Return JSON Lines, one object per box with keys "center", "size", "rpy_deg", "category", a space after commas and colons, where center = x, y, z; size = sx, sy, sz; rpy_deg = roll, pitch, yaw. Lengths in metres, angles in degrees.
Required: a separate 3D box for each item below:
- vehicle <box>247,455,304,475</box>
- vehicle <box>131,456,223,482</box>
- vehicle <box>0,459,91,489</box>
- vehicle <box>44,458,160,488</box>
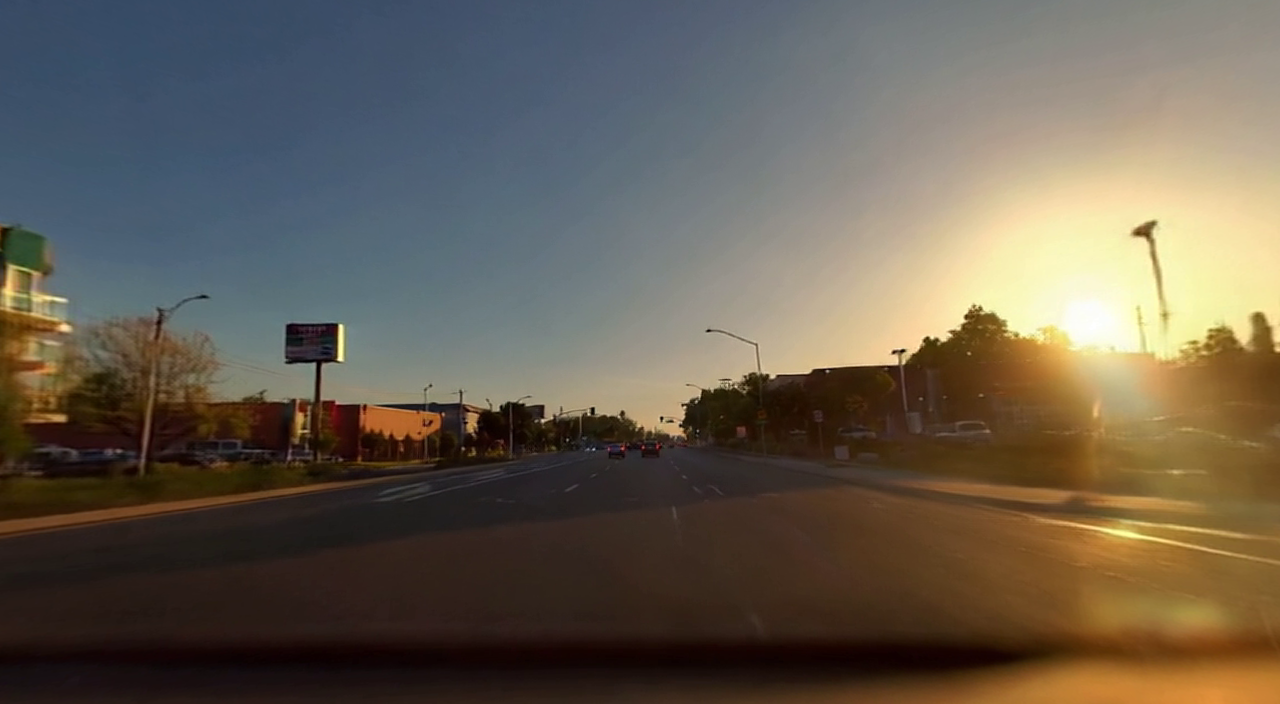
{"center": [-28.692, 8.888, 49.913], "size": [1.882, 1.401, 4.476], "rpy_deg": [0, -9, -1], "category": "vehicle"}
{"center": [-29.276, 7.391, 40.191], "size": [1.960, 1.478, 4.949], "rpy_deg": [-1, -9, 3], "category": "vehicle"}
{"center": [-31.826, 6.447, 33.581], "size": [1.815, 1.401, 3.775], "rpy_deg": [-1, -9, 2], "category": "vehicle"}
{"center": [-29.319, 6.597, 34.700], "size": [1.920, 1.442, 4.998], "rpy_deg": [-1, -9, 2], "category": "vehicle"}
